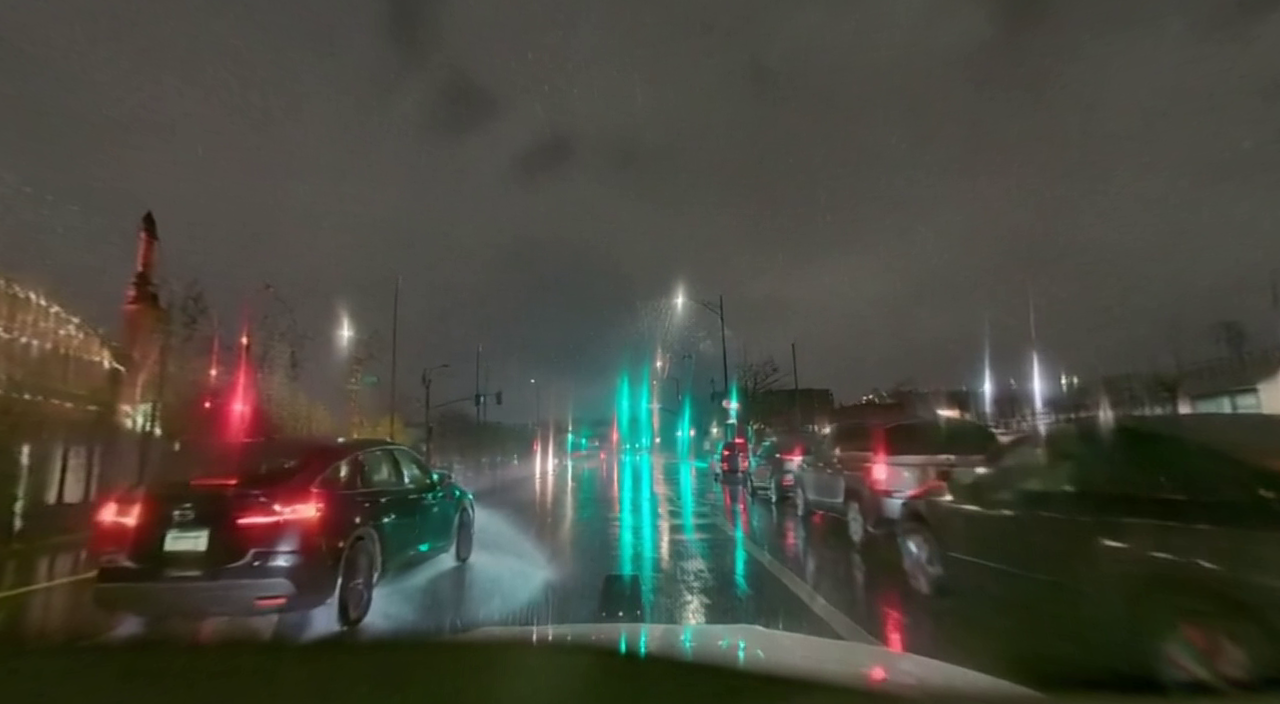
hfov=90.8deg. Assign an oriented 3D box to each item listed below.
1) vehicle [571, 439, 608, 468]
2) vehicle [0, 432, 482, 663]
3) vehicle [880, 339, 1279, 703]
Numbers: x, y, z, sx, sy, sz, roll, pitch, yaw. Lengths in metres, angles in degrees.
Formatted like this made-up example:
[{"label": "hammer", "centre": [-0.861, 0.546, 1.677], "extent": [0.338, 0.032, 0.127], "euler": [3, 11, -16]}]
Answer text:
[{"label": "vehicle", "centre": [-3.563, 7.320, 45.655], "extent": [2.293, 1.936, 4.737], "euler": [0, -8, 0]}, {"label": "vehicle", "centre": [-3.333, 1.678, 6.698], "extent": [2.089, 1.547, 4.635], "euler": [0, -8, 0]}, {"label": "vehicle", "centre": [3.306, 0.991, 3.500], "extent": [2.206, 1.664, 4.578], "euler": [0, -8, 1]}]
